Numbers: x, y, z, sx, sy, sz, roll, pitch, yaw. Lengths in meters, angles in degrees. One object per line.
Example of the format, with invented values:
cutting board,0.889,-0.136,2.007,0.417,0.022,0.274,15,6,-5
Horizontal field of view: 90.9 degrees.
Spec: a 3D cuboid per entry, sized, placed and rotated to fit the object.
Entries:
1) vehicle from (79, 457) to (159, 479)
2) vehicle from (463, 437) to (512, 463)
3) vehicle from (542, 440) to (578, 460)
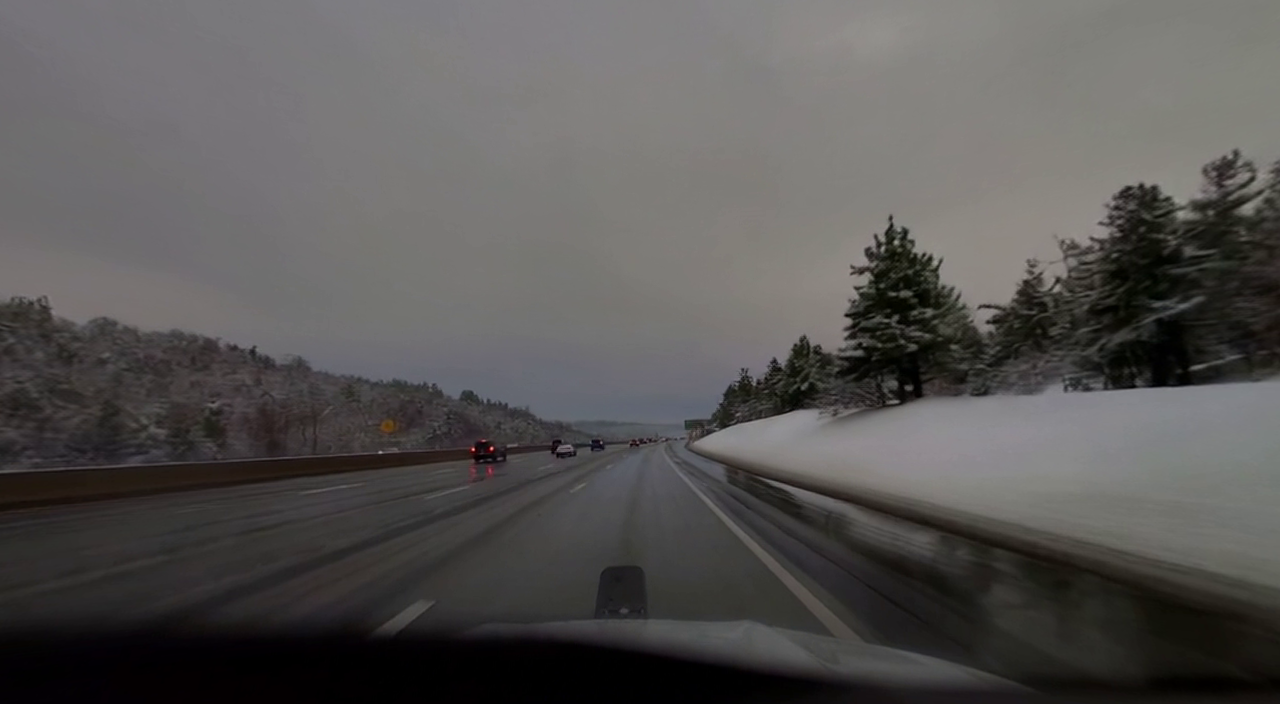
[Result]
vehicle,-39.598,8.843,48.107,1.958,1.485,4.791,0,-9,2
vehicle,-10.377,6.718,43.182,2.122,1.695,4.437,0,-9,2
vehicle,-6.247,7.699,49.595,2.107,1.484,4.449,0,-9,2
